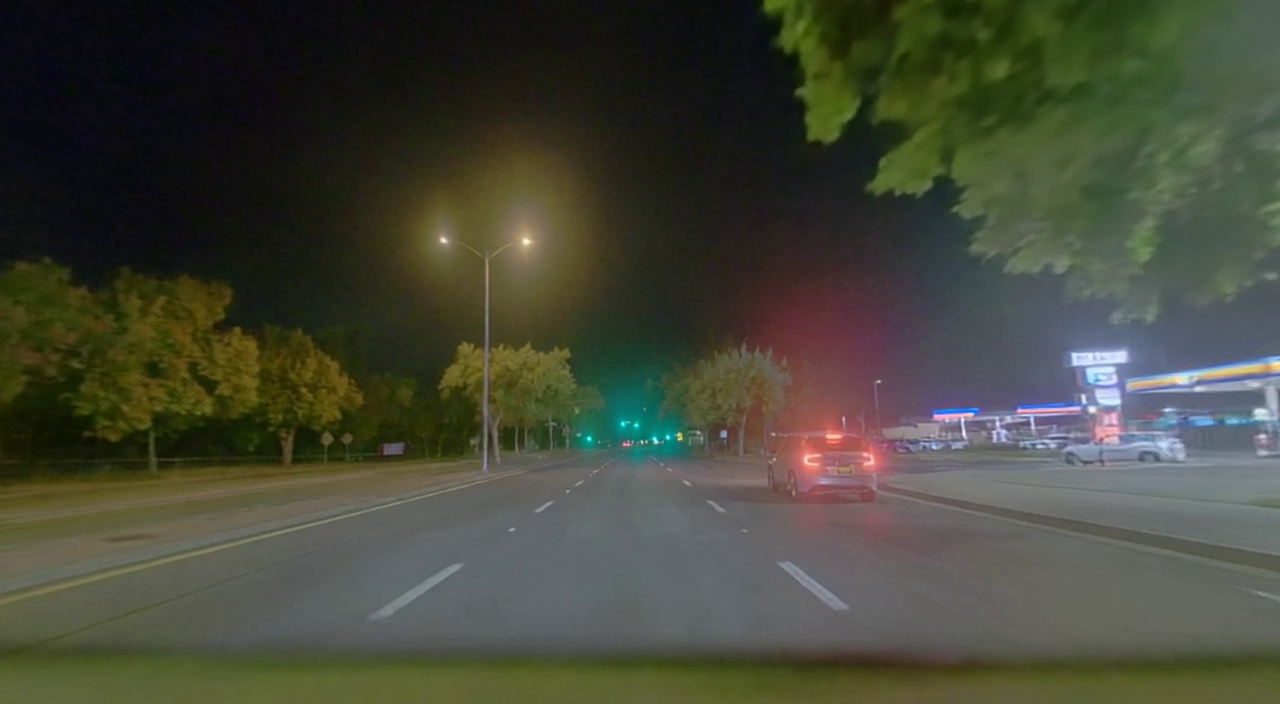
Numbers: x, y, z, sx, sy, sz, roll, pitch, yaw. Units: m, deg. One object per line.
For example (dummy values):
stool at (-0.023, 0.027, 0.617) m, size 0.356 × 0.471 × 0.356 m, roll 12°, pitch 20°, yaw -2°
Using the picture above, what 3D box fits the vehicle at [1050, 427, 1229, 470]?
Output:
vehicle at (23.235, 4.513, 29.614) m, size 6.404 × 1.894 × 2.275 m, roll 0°, pitch -8°, yaw 0°

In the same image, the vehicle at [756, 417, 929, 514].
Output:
vehicle at (4.417, 2.581, 14.874) m, size 2.245 × 1.864 × 5.076 m, roll 0°, pitch -8°, yaw -2°
